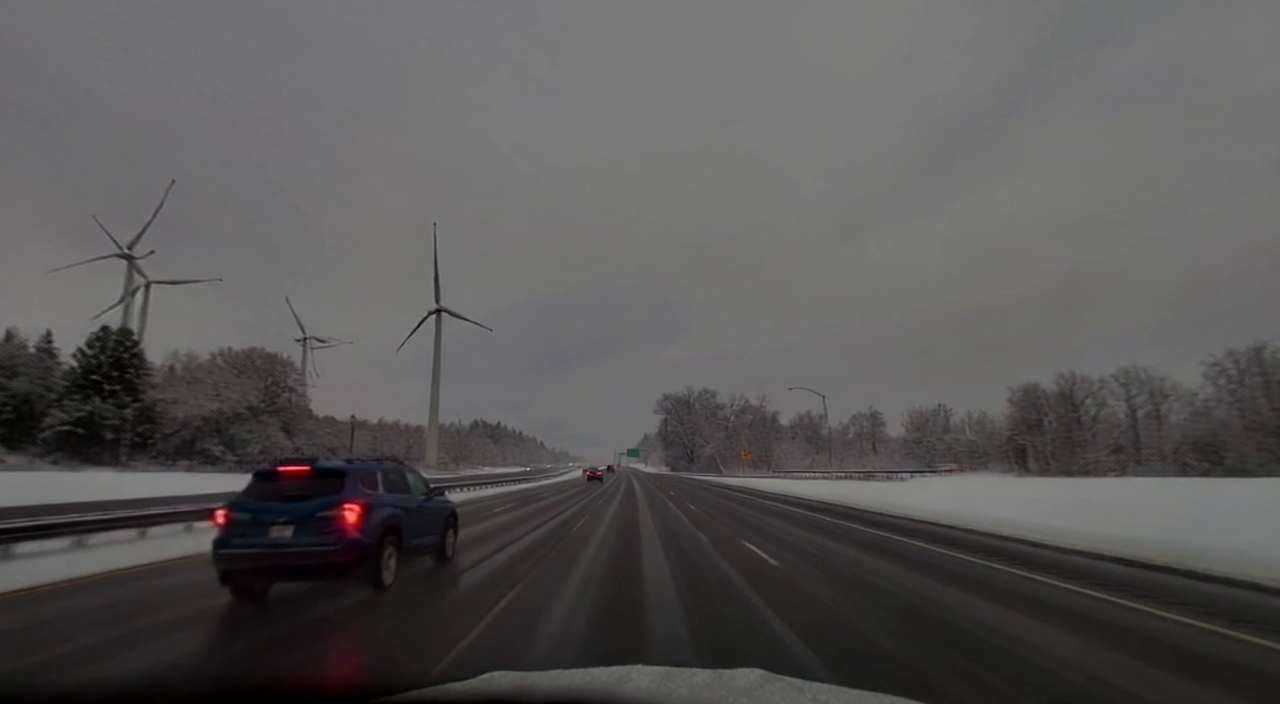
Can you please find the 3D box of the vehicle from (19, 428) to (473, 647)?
[{"bbox_3d":[-3.325,1.683,6.538,2.001,1.486,4.104,1,-10,0],"label":"vehicle"}]
